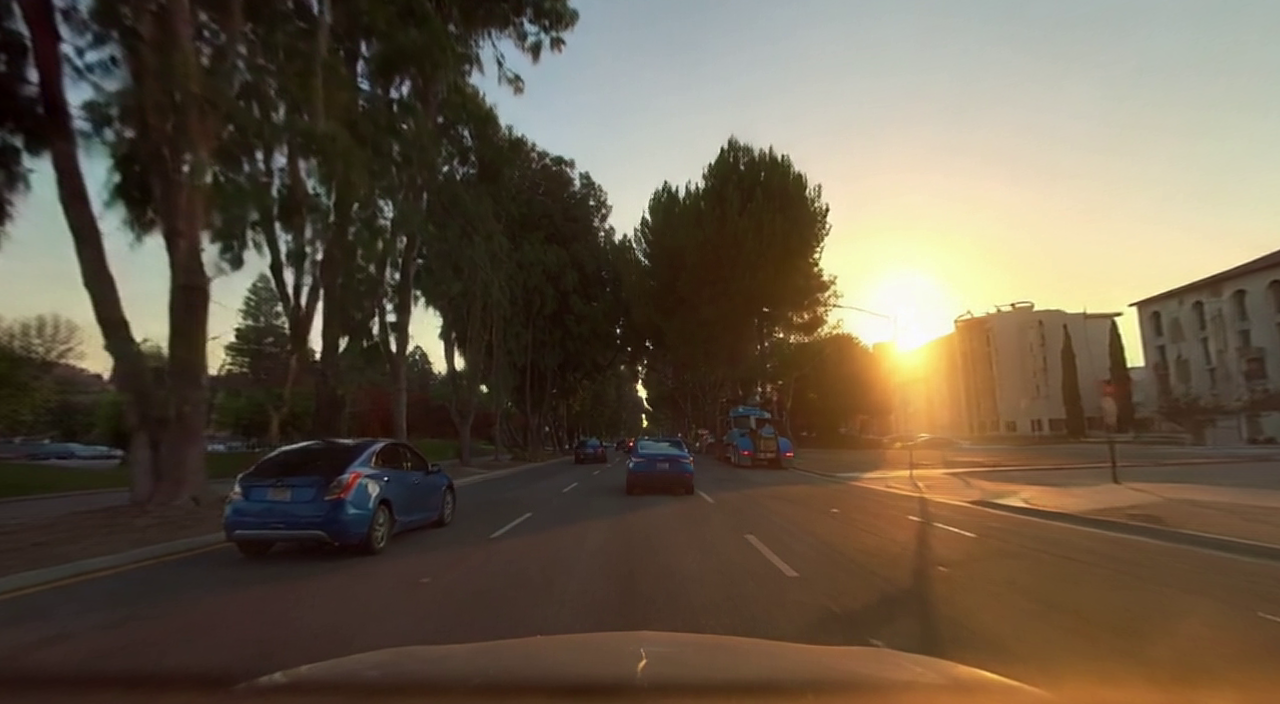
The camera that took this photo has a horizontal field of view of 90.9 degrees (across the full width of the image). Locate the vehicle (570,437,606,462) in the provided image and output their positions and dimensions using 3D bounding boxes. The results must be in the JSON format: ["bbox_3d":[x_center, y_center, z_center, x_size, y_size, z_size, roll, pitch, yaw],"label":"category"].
[{"bbox_3d":[-3.658,6.917,44.687,2.062,1.641,4.193,0,-8,2],"label":"vehicle"}]

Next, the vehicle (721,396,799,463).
[{"bbox_3d":[5.925,3.993,32.154,2.736,3.078,5.825,0,-8,-1],"label":"vehicle"}]

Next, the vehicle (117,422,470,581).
[{"bbox_3d":[-4.004,1.796,8.546,2.003,1.507,4.808,0,-8,1],"label":"vehicle"}]

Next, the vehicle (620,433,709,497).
[{"bbox_3d":[0.557,2.952,16.865,2.086,1.466,4.026,0,-8,0],"label":"vehicle"}]
